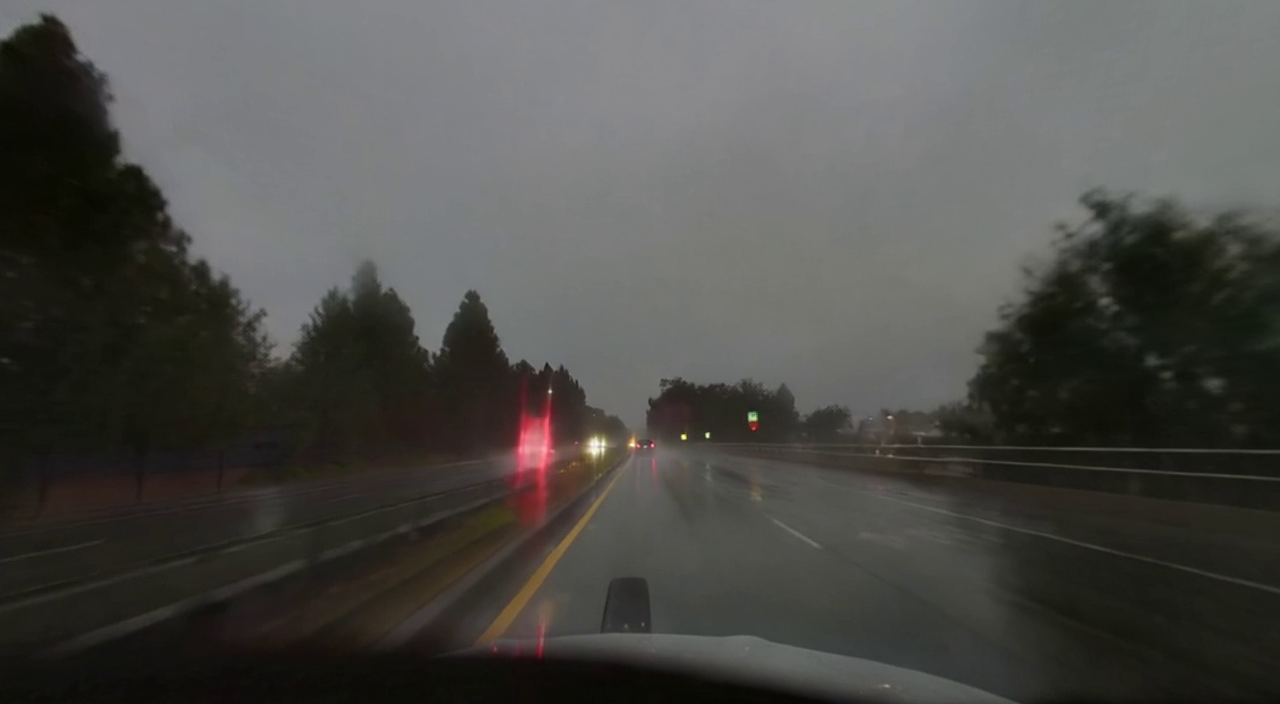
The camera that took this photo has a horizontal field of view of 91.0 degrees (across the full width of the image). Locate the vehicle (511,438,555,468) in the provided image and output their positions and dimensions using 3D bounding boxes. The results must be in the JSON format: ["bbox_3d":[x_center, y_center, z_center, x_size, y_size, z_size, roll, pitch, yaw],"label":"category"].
[{"bbox_3d":[-6.973,6.620,41.459,2.068,1.897,4.372,0,-8,2],"label":"vehicle"}]

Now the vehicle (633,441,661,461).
[{"bbox_3d":[0.494,7.599,48.556,2.061,1.469,3.782,0,-8,0],"label":"vehicle"}]
